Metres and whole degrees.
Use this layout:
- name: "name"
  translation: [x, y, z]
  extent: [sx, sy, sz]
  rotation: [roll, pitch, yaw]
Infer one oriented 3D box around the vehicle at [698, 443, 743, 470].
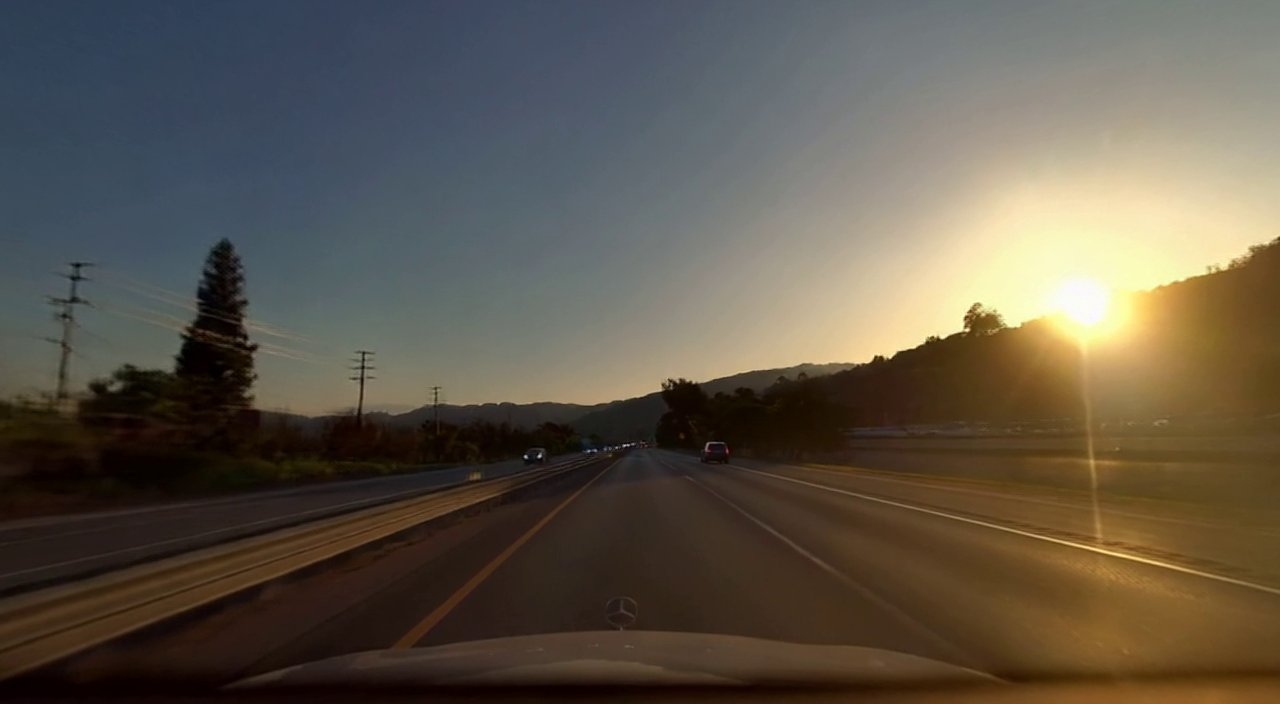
- name: "vehicle"
  translation: [4.443, 5.857, 35.304]
  extent: [1.923, 1.408, 3.835]
  rotation: [0, -9, -1]
